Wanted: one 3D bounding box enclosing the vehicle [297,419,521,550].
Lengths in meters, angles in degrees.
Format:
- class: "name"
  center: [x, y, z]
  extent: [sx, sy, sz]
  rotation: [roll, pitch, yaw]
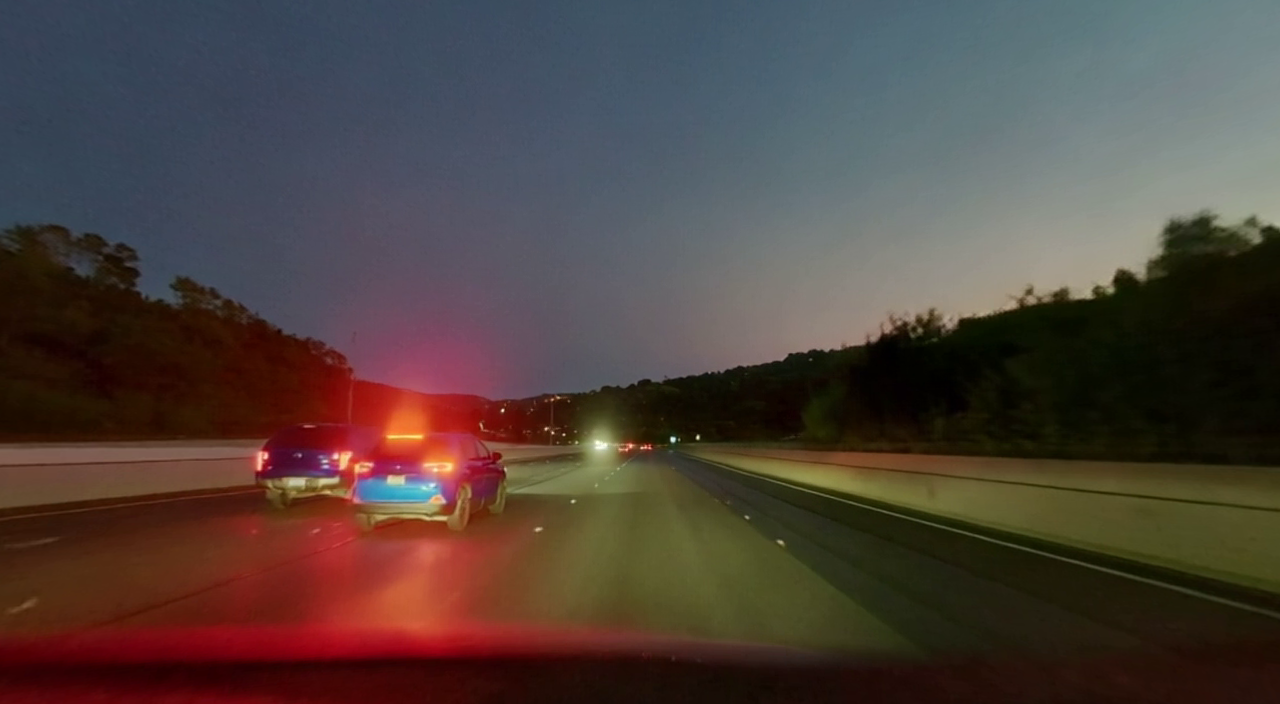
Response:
- class: "vehicle"
  center: [-3.377, 2.033, 10.311]
  extent: [1.983, 1.663, 4.290]
  rotation: [0, -9, 1]
